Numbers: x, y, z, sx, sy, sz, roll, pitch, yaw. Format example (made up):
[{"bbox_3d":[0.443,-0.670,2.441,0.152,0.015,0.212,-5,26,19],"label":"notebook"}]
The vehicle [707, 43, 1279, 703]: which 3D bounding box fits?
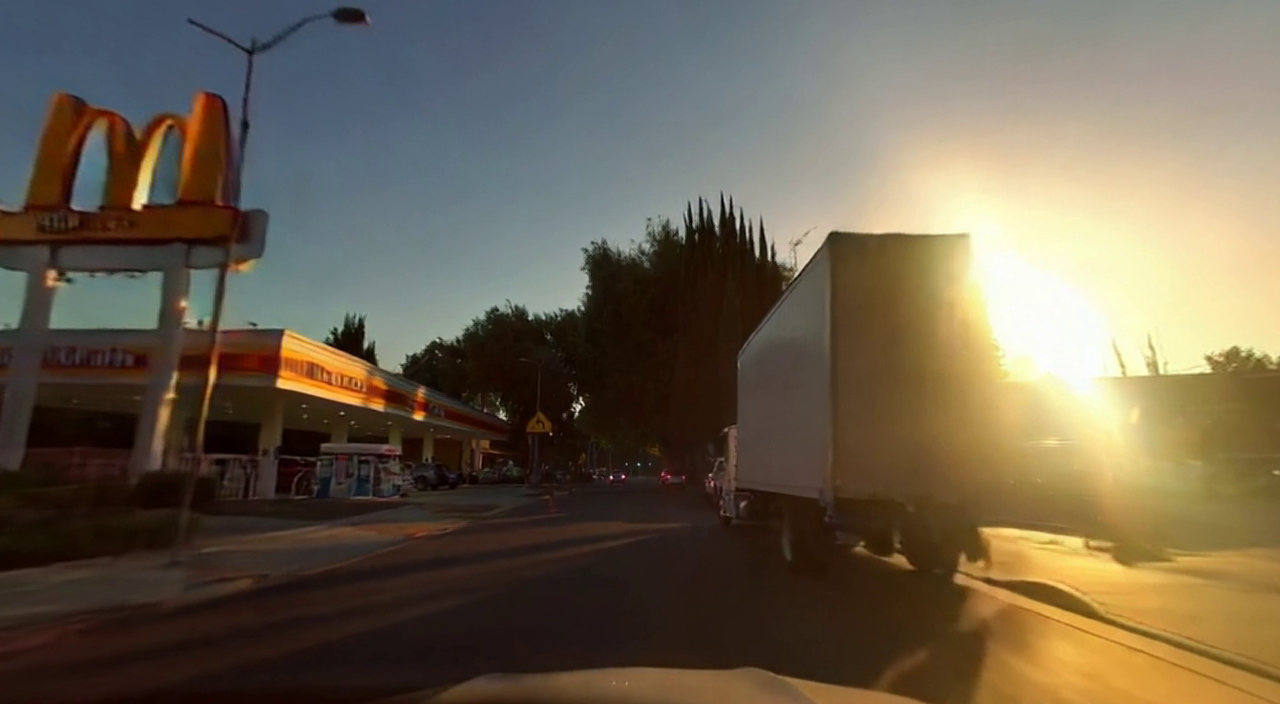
[{"bbox_3d":[3.415,1.377,10.432,2.990,4.098,13.928,1,-11,0],"label":"vehicle"}]
